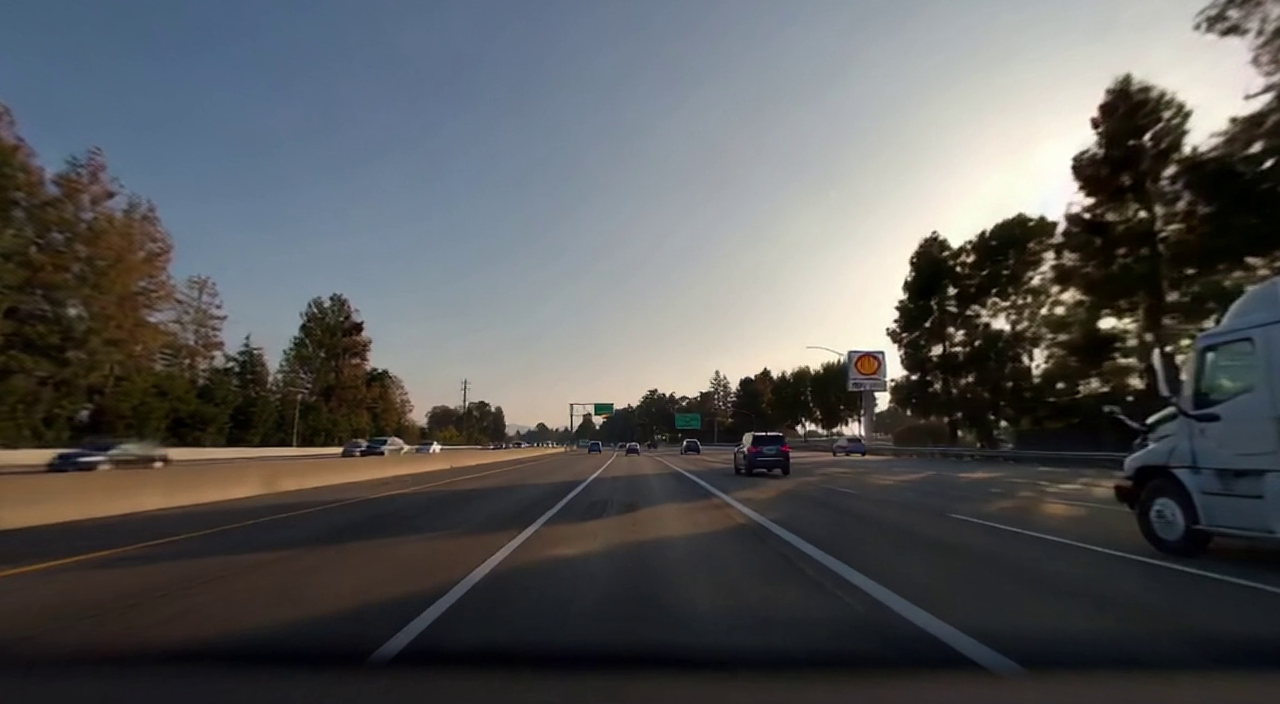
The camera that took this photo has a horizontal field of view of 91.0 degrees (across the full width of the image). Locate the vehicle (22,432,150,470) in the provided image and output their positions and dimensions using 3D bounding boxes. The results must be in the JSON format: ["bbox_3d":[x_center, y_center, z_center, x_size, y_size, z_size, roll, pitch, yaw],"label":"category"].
[{"bbox_3d":[-28.227,5.070,32.344,2.083,1.783,4.919,0,-8,0],"label":"vehicle"}]

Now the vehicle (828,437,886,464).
[{"bbox_3d":[13.920,6.357,40.651,2.072,1.611,4.387,0,-8,-2],"label":"vehicle"}]

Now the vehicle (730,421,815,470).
[{"bbox_3d":[6.939,5.098,34.284,2.779,2.339,8.073,0,-8,-1],"label":"vehicle"}]
